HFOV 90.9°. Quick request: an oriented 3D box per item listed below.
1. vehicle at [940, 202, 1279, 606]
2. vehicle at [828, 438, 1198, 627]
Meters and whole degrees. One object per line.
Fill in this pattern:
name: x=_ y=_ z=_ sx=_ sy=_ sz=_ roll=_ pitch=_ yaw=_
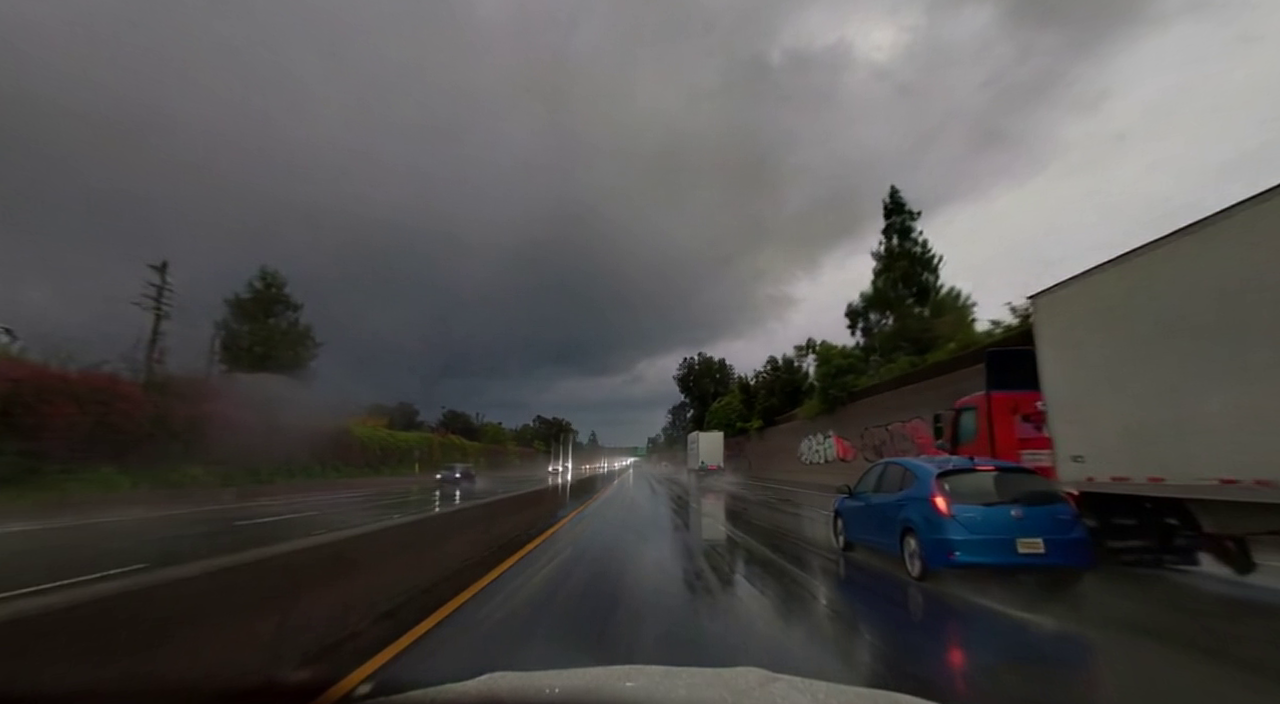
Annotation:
vehicle: x=8.102 y=0.309 z=5.070 sx=3.298 sy=4.017 sz=16.824 roll=1 pitch=-10 yaw=1
vehicle: x=3.780 y=1.925 z=7.303 sx=2.011 sy=1.574 sz=3.512 roll=-1 pitch=-11 yaw=-1
